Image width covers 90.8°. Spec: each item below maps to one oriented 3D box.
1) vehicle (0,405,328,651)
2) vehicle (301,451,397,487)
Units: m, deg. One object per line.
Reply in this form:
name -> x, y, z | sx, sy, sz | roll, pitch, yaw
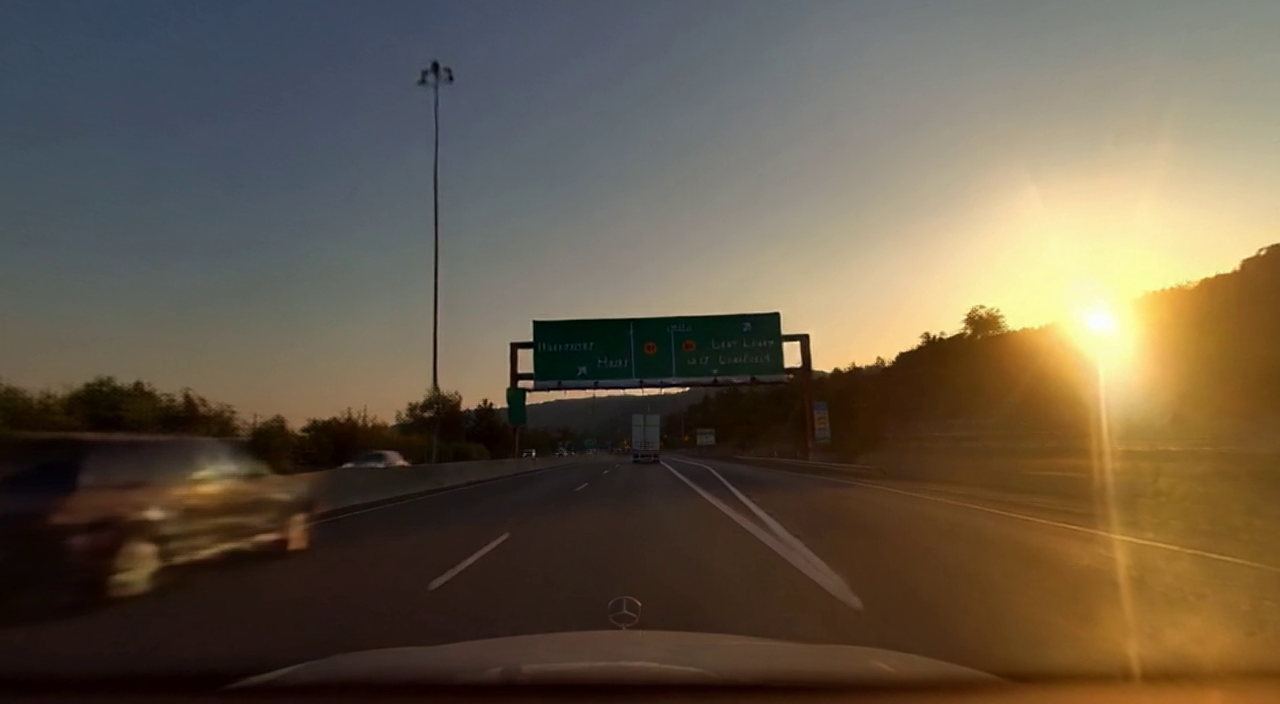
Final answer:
vehicle -> -5.283, 1.467, 5.997 | 2.016, 1.636, 4.964 | 0, -9, 1
vehicle -> -13.101, 5.261, 28.772 | 2.100, 1.468, 4.684 | 0, -9, 1
